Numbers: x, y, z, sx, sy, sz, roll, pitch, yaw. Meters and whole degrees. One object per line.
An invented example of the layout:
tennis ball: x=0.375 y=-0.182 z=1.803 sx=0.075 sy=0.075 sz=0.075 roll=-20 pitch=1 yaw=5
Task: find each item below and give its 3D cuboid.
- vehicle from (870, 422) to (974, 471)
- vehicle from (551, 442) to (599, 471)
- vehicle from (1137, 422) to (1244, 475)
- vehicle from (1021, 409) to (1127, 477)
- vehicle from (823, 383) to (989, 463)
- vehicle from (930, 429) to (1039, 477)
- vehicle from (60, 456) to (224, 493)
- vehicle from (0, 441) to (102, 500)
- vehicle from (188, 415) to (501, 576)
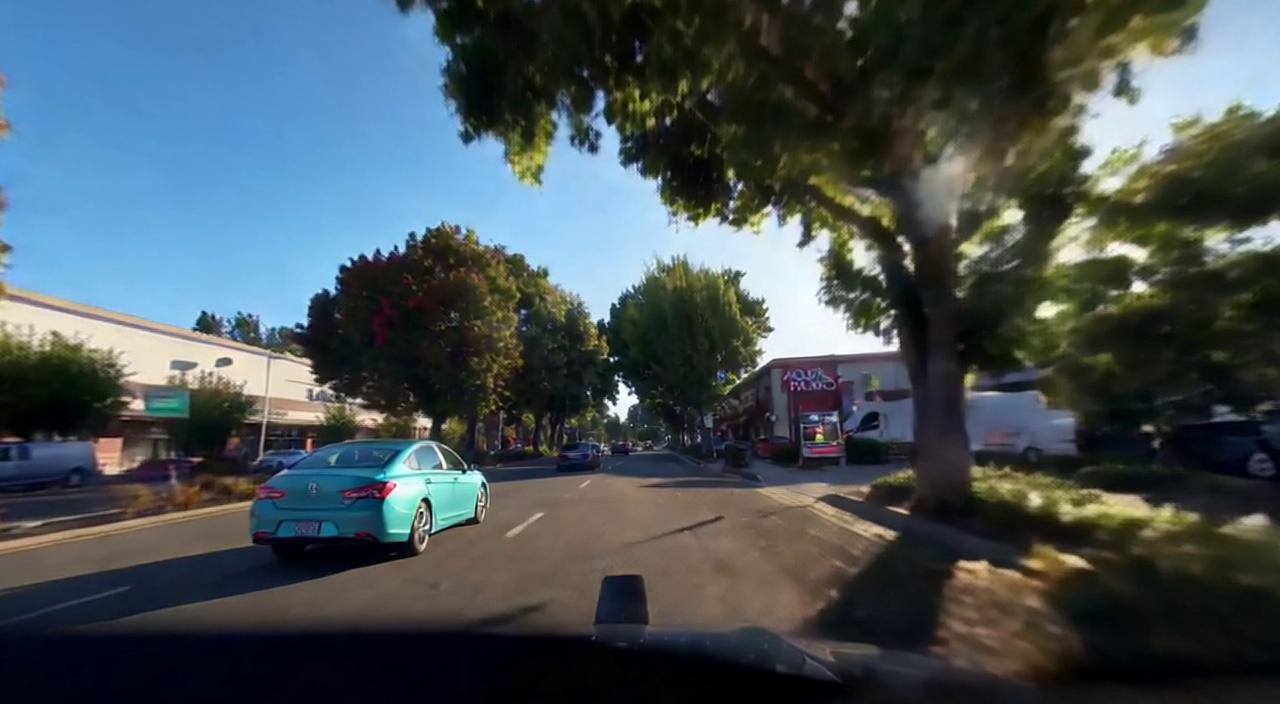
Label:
vehicle: x=11.911 y=3.967 z=26.486 sx=5.297 sy=1.843 sz=2.097 roll=8 pitch=-12 yaw=-44
vehicle: x=-3.390 y=5.557 z=33.761 sx=1.955 sy=1.461 sz=4.396 roll=0 pitch=-9 yaw=1
vehicle: x=18.763 y=3.264 z=21.474 sx=4.374 sy=1.588 sz=2.068 roll=8 pitch=-11 yaw=-41
vehicle: x=14.825 y=3.103 z=21.485 sx=2.031 sy=2.064 sz=4.681 roll=-9 pitch=-12 yaw=44
vehicle: x=15.570 y=4.262 z=37.509 sx=8.300 sy=4.310 sz=2.832 roll=-2 pitch=-9 yaw=1
vehicle: x=12.368 y=3.583 z=22.541 sx=2.090 sy=1.501 sz=4.732 roll=-8 pitch=-12 yaw=43
vehicle: x=-25.326 y=6.260 z=32.723 sx=2.650 sy=1.471 sz=7.080 roll=-3 pitch=-9 yaw=2
vehicle: x=-25.484 y=4.761 z=25.219 sx=2.214 sy=2.238 sz=6.591 roll=-4 pitch=-9 yaw=1
vehicle: x=-3.577 y=1.839 z=8.898 sx=2.126 sy=1.655 sz=4.560 roll=0 pitch=-9 yaw=1
